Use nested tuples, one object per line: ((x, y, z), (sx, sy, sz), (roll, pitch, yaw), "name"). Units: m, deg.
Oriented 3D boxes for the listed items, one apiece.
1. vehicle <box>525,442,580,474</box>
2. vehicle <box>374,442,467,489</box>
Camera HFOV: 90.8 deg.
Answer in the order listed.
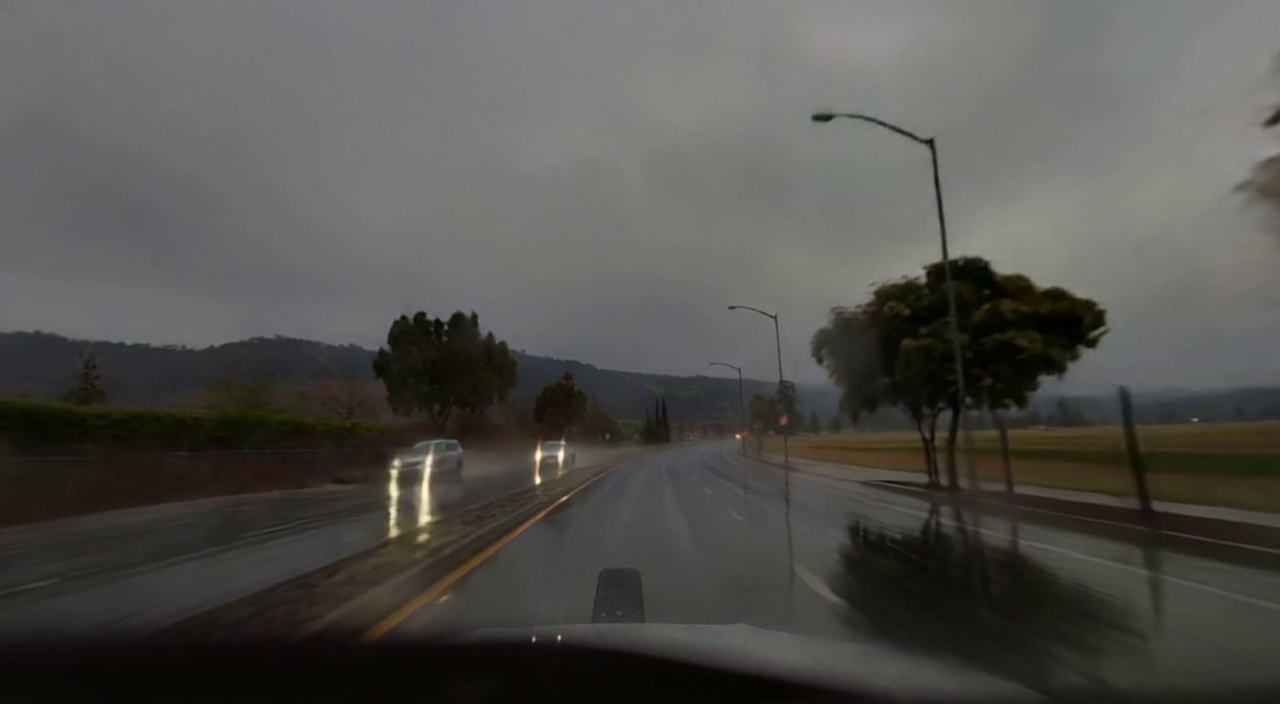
((-4.263, 5.251, 31.522), (1.989, 1.461, 4.081), (-1, -8, 3), "vehicle")
((-8.428, 4.370, 24.722), (1.982, 1.671, 4.431), (0, -8, 1), "vehicle")
